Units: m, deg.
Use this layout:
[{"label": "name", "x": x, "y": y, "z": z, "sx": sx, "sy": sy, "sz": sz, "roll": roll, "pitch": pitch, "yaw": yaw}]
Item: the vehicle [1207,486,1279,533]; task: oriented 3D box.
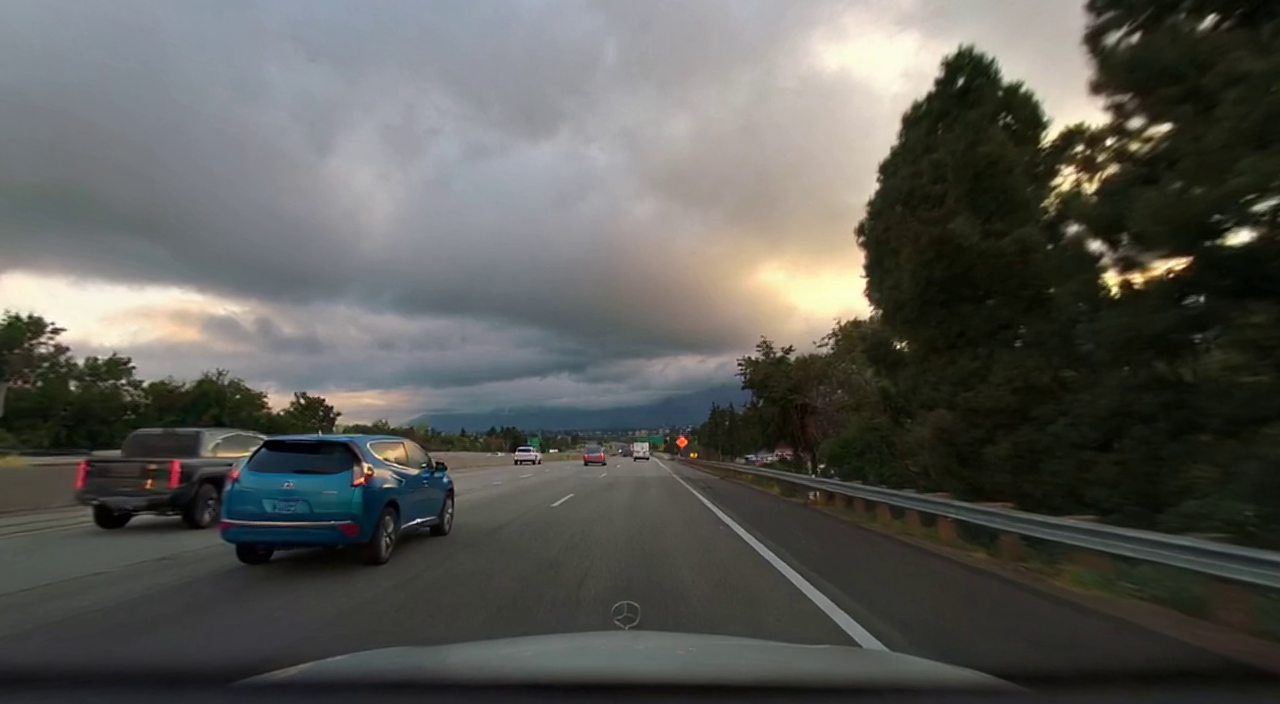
[{"label": "vehicle", "x": 50.356, "y": 12.357, "z": 49.625, "sx": 7.762, "sy": 3.334, "sz": 2.804, "roll": -1, "pitch": -9, "yaw": 9}]

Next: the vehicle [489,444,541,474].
[{"label": "vehicle", "x": -7.424, "y": 6.371, "z": 37.777, "sx": 2.046, "sy": 1.644, "sz": 4.422, "roll": 0, "pitch": -9, "yaw": 2}]

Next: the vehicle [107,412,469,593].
[{"label": "vehicle", "x": -3.872, "y": 1.720, "z": 8.044, "sx": 2.070, "sy": 1.665, "sz": 4.213, "roll": 0, "pitch": -9, "yaw": 1}]
